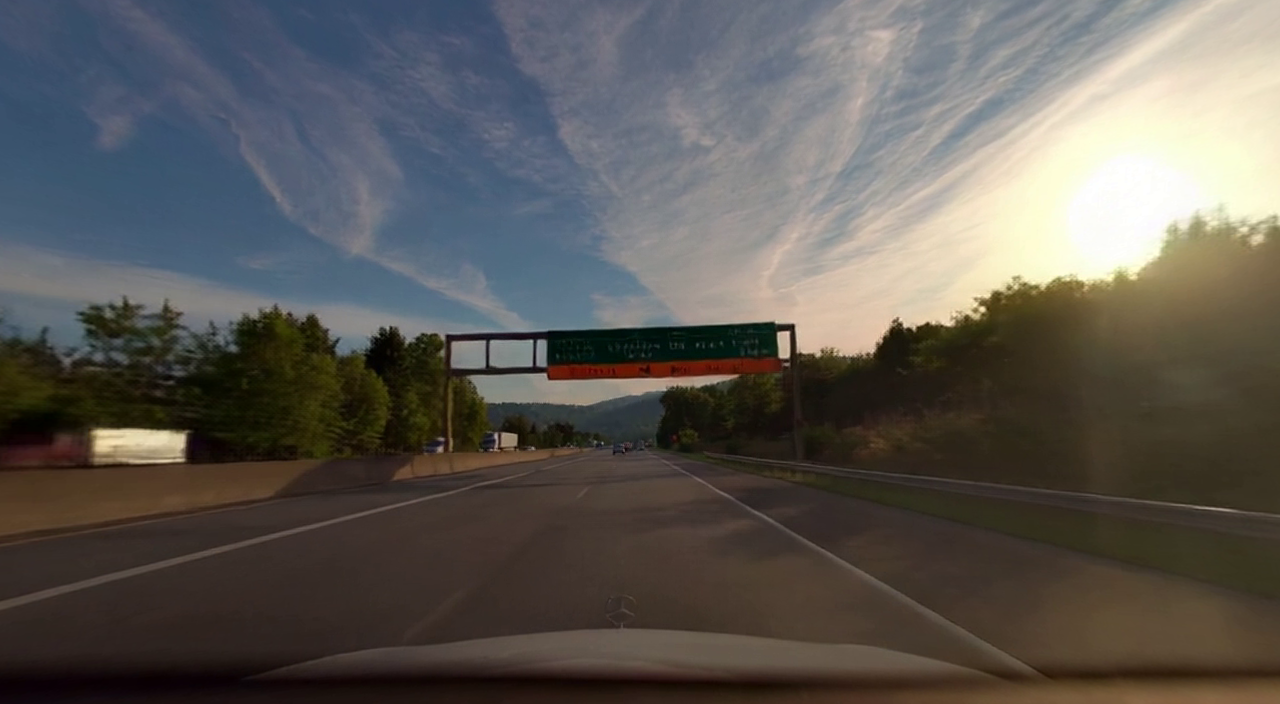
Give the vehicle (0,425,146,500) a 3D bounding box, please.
[{"bbox_3d":[-24.170,4.467,25.881,2.629,2.666,6.284,0,-9,0],"label":"vehicle"}]
